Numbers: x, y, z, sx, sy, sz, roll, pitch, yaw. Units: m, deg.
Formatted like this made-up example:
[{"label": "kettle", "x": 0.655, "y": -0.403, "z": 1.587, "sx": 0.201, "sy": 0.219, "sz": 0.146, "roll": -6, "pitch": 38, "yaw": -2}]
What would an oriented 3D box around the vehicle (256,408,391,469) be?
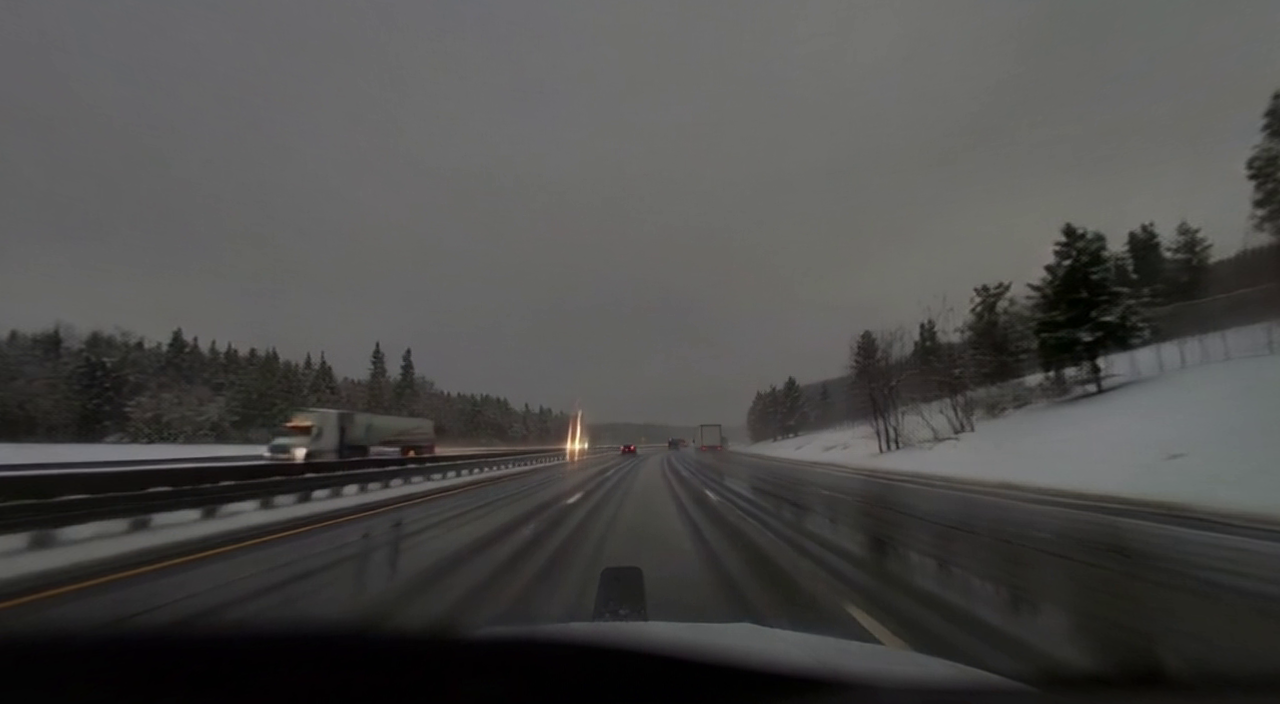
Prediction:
[{"label": "vehicle", "x": -23.648, "y": 6.730, "z": 48.582, "sx": 2.876, "sy": 3.974, "sz": 13.373, "roll": -1, "pitch": -8, "yaw": 3}]
